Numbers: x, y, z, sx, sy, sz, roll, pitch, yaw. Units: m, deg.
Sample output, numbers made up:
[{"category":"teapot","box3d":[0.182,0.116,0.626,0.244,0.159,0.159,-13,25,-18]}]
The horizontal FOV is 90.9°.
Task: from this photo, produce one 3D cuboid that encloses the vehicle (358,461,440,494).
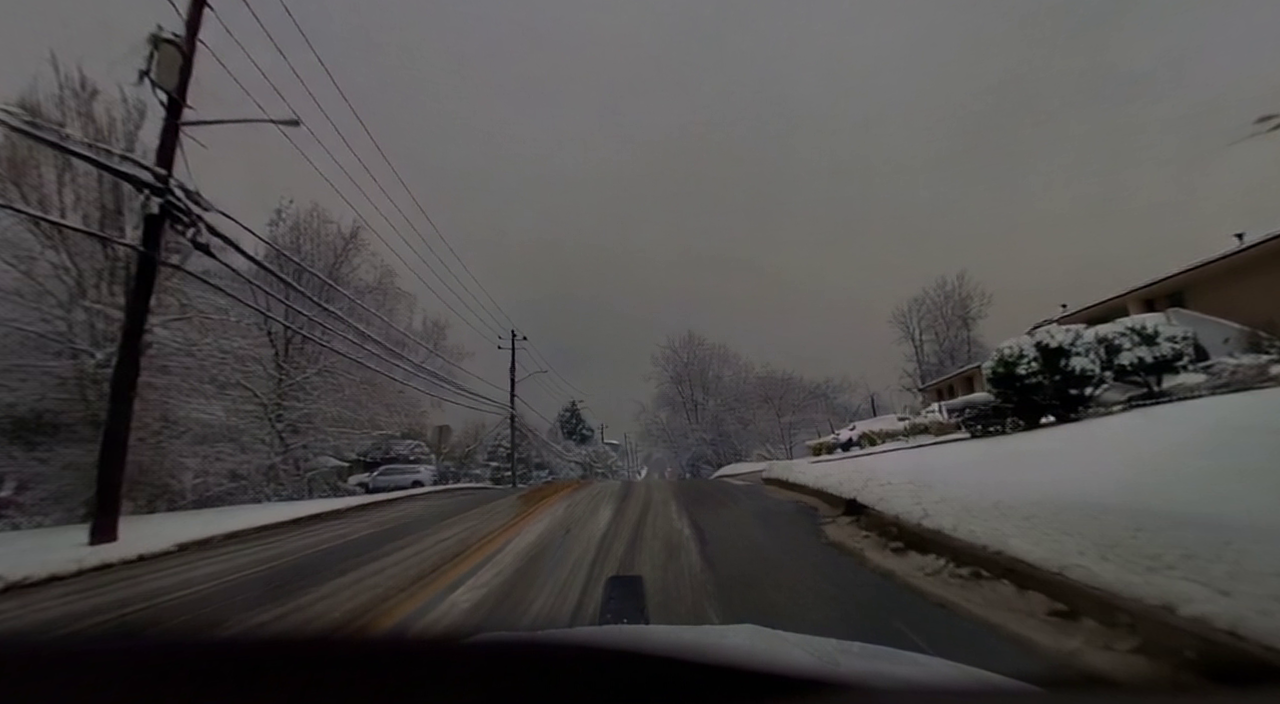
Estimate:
[{"category":"vehicle","box3d":[-16.627,8.718,43.992,2.301,2.081,6.706,-3,-11,8]}]
